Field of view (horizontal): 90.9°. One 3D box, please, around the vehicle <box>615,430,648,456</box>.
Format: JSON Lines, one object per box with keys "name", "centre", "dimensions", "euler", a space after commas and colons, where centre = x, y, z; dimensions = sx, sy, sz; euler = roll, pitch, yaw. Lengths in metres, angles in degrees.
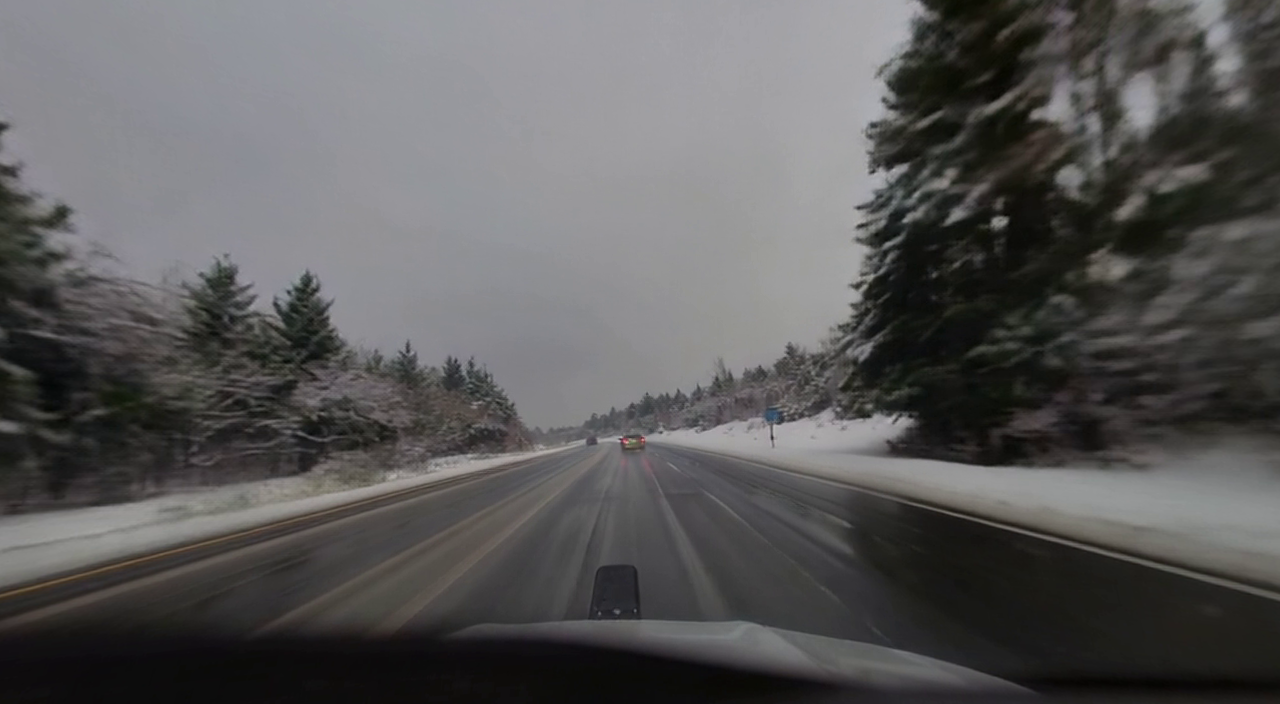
{"name": "vehicle", "centre": [-0.555, 5.844, 40.644], "dimensions": [2.041, 1.618, 3.898], "euler": [0, -8, -1]}
